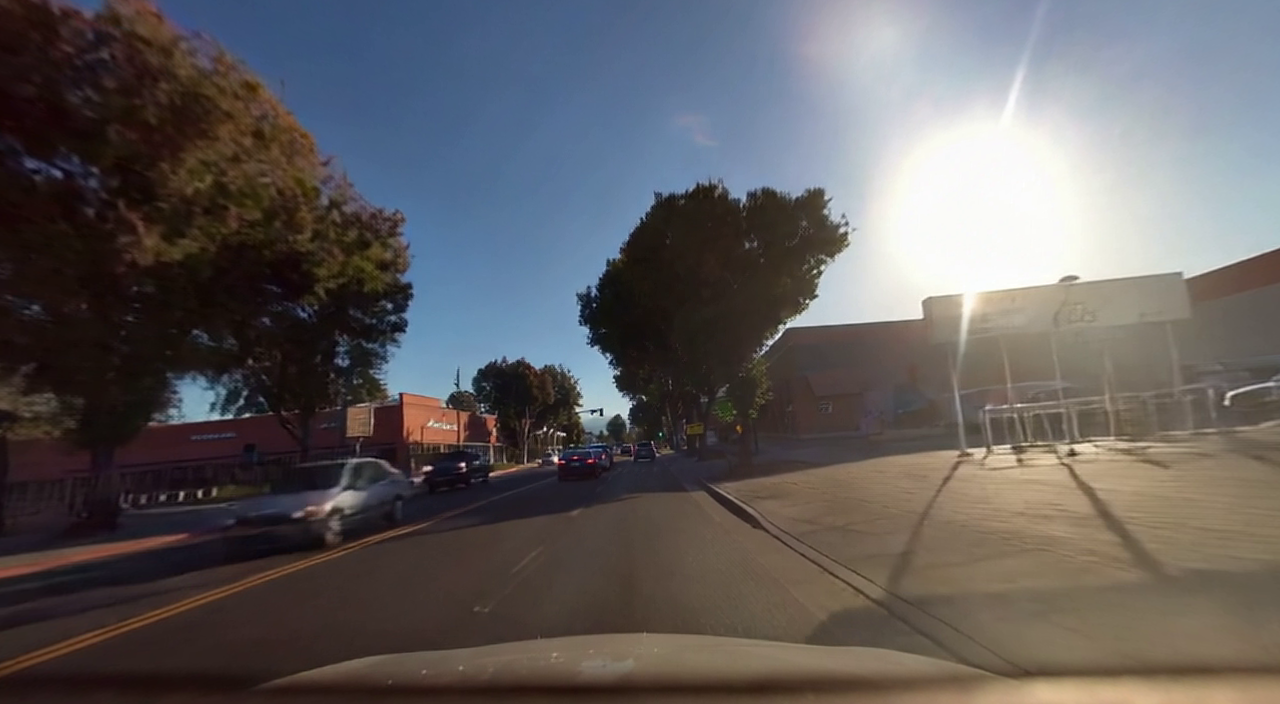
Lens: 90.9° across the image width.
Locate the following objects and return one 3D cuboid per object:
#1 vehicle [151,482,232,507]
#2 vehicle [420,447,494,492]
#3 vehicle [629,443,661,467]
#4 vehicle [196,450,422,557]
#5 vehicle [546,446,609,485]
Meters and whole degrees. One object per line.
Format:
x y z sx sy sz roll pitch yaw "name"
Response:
-34.523 10.973 48.581 4.558 1.819 2.094 1 -11 0 "vehicle"
-8.359 5.354 29.294 1.995 1.880 4.703 -1 -9 1 "vehicle"
0.312 6.888 42.303 2.020 1.478 3.922 0 -9 -1 "vehicle"
-5.903 2.691 11.939 2.045 1.619 3.973 -1 -9 1 "vehicle"
-2.470 4.599 25.996 2.099 1.424 4.609 0 -9 1 "vehicle"
